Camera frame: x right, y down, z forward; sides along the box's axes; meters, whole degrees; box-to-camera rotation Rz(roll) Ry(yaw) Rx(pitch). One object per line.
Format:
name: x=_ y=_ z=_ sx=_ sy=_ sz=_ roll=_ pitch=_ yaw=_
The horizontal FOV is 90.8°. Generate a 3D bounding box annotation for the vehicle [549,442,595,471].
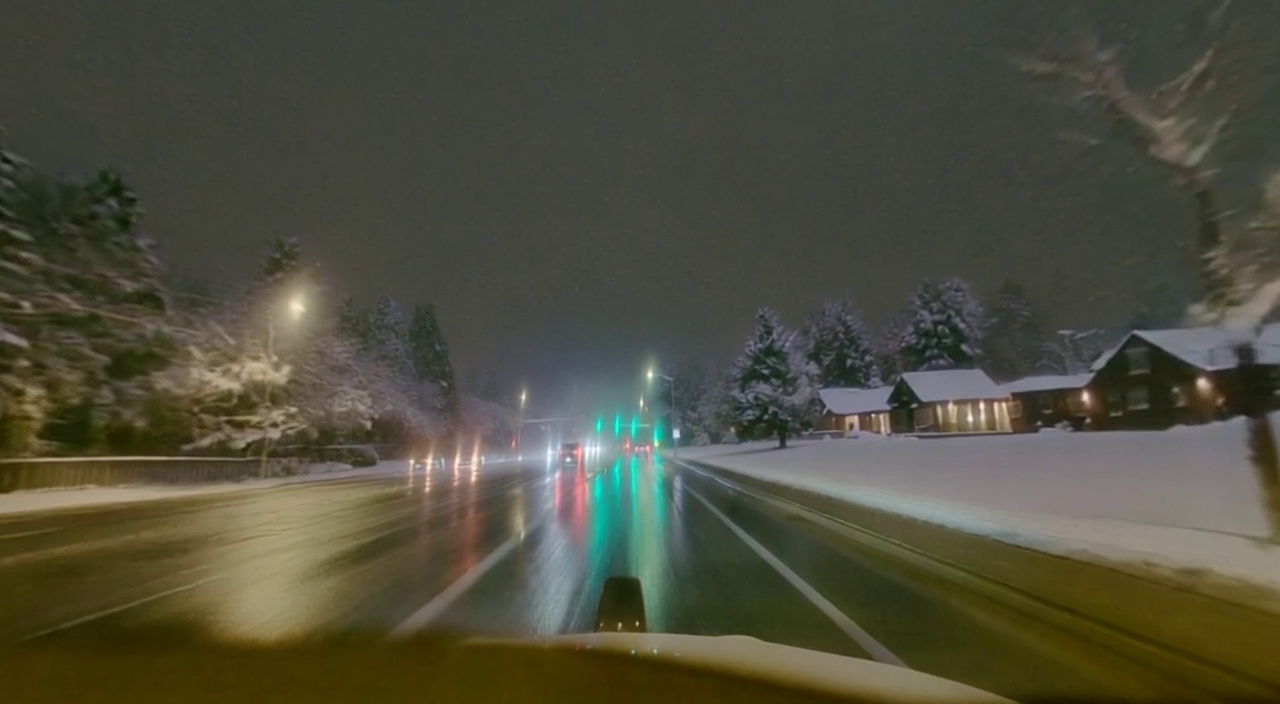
vehicle: x=-3.576 y=5.568 z=33.903 sx=1.992 sy=1.447 sz=4.044 roll=0 pitch=-8 yaw=0
